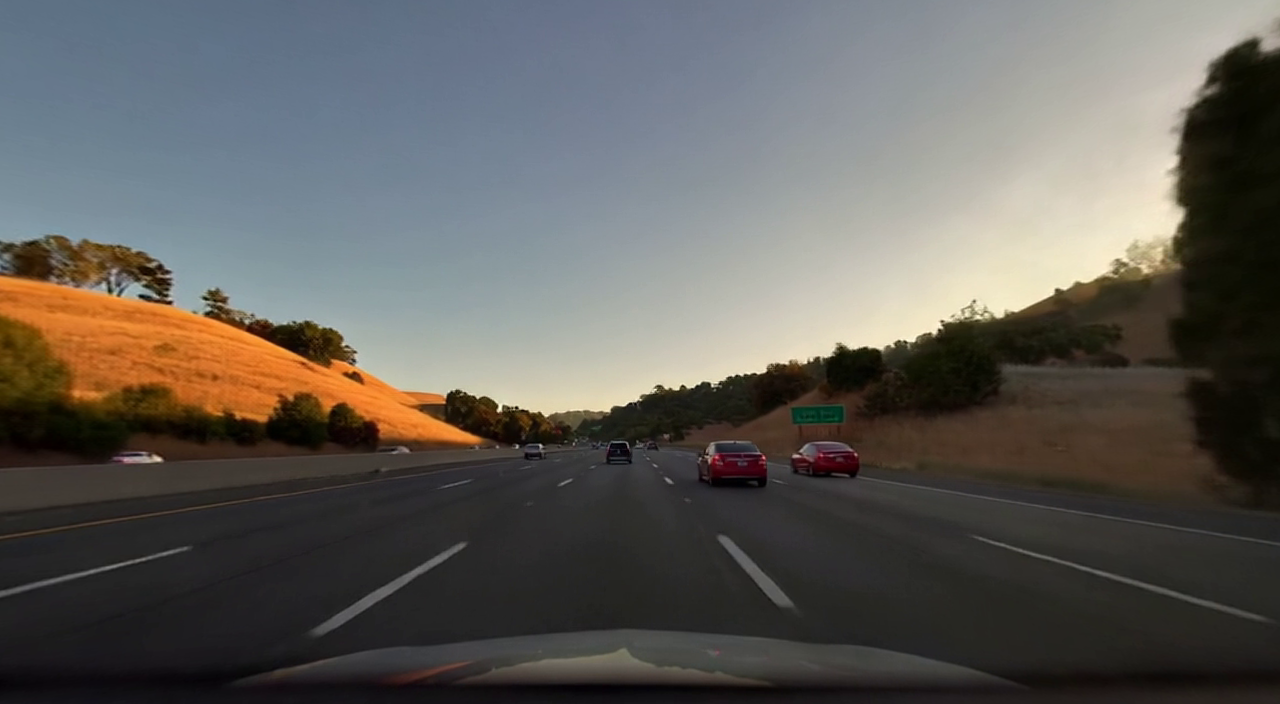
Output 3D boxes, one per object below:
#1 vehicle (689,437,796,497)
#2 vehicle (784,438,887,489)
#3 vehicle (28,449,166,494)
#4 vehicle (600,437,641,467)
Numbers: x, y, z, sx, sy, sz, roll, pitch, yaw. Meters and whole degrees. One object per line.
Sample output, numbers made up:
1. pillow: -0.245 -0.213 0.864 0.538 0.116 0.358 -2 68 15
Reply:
1. vehicle: 2.781 3.237 18.338 2.120 1.492 4.734 0 -8 -2
2. vehicle: 6.195 3.569 20.585 1.845 1.452 4.352 0 -8 -2
3. vehicle: -25.966 5.693 30.525 2.390 1.856 4.803 1 -8 0
4. vehicle: -1.113 5.934 37.546 2.277 1.675 4.023 0 -8 -1
